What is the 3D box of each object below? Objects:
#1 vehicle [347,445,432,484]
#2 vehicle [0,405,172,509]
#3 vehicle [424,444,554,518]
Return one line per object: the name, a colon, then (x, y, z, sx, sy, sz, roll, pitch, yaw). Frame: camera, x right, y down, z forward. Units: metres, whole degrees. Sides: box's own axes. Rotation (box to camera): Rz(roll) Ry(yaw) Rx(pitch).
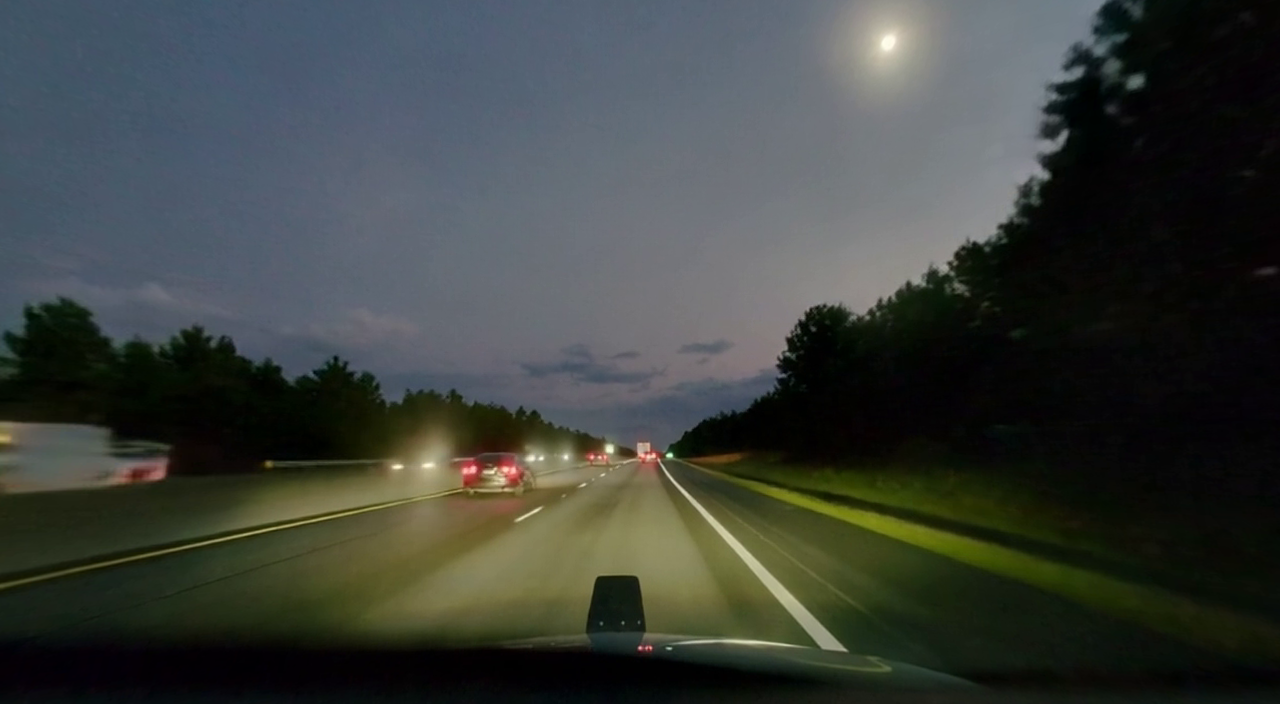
vehicle: (-12.009, 5.428, 30.663, 1.933, 1.672, 5.276, 0, -9, 0)
vehicle: (-17.236, 3.037, 18.276, 2.390, 2.578, 6.242, 0, -9, 1)
vehicle: (-3.355, 2.952, 14.876, 1.970, 1.483, 4.097, 0, -9, 1)
